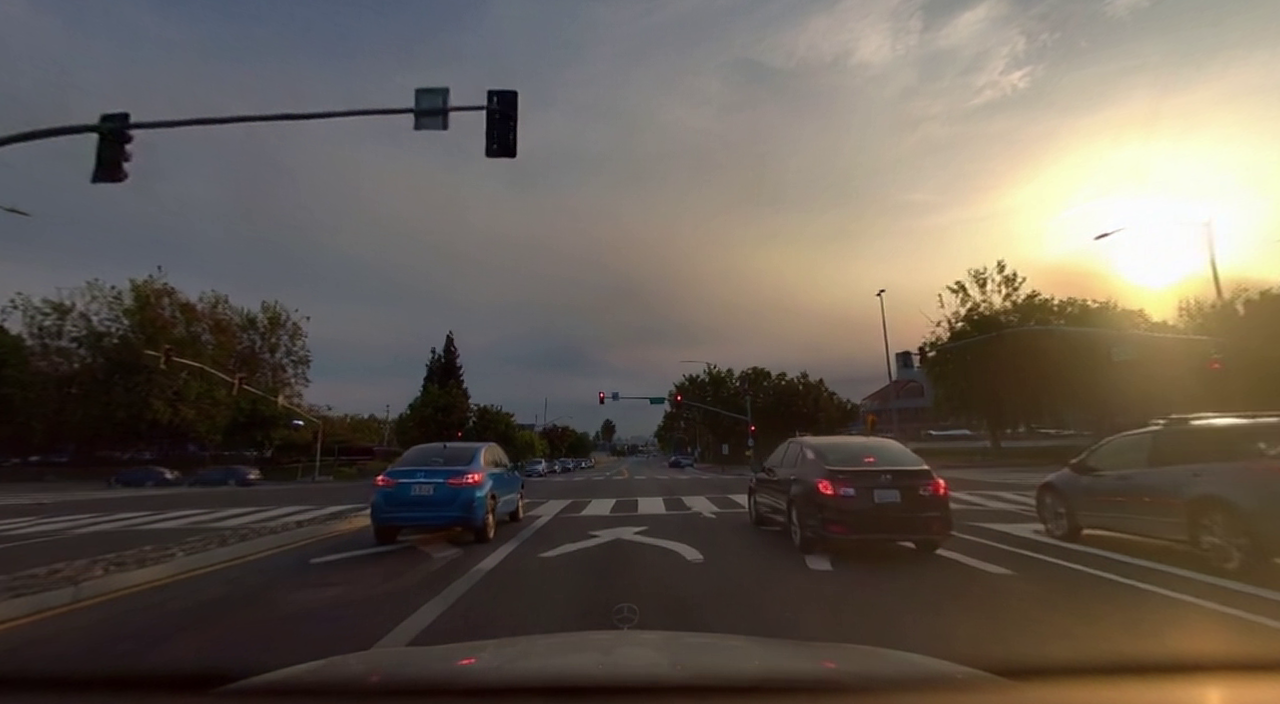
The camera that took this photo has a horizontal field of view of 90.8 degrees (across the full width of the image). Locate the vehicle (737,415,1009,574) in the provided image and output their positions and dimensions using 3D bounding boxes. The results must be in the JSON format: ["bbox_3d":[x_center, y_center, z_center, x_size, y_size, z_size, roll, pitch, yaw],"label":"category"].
[{"bbox_3d":[2.837,1.859,9.047,2.099,1.671,4.491,0,-9,-1],"label":"vehicle"}]

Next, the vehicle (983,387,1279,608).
[{"bbox_3d":[6.312,1.506,7.233,2.109,1.809,4.528,0,-9,-1],"label":"vehicle"}]

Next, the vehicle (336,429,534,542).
[{"bbox_3d":[-3.099,2.102,10.503,1.969,1.513,3.773,0,-9,1],"label":"vehicle"}]

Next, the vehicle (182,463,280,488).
[{"bbox_3d":[-25.802,7.780,39.962,4.825,1.483,1.817,0,-9,-3],"label":"vehicle"}]

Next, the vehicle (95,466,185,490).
[{"bbox_3d":[-33.789,8.518,42.771,4.461,1.469,1.788,0,-9,-2],"label":"vehicle"}]
